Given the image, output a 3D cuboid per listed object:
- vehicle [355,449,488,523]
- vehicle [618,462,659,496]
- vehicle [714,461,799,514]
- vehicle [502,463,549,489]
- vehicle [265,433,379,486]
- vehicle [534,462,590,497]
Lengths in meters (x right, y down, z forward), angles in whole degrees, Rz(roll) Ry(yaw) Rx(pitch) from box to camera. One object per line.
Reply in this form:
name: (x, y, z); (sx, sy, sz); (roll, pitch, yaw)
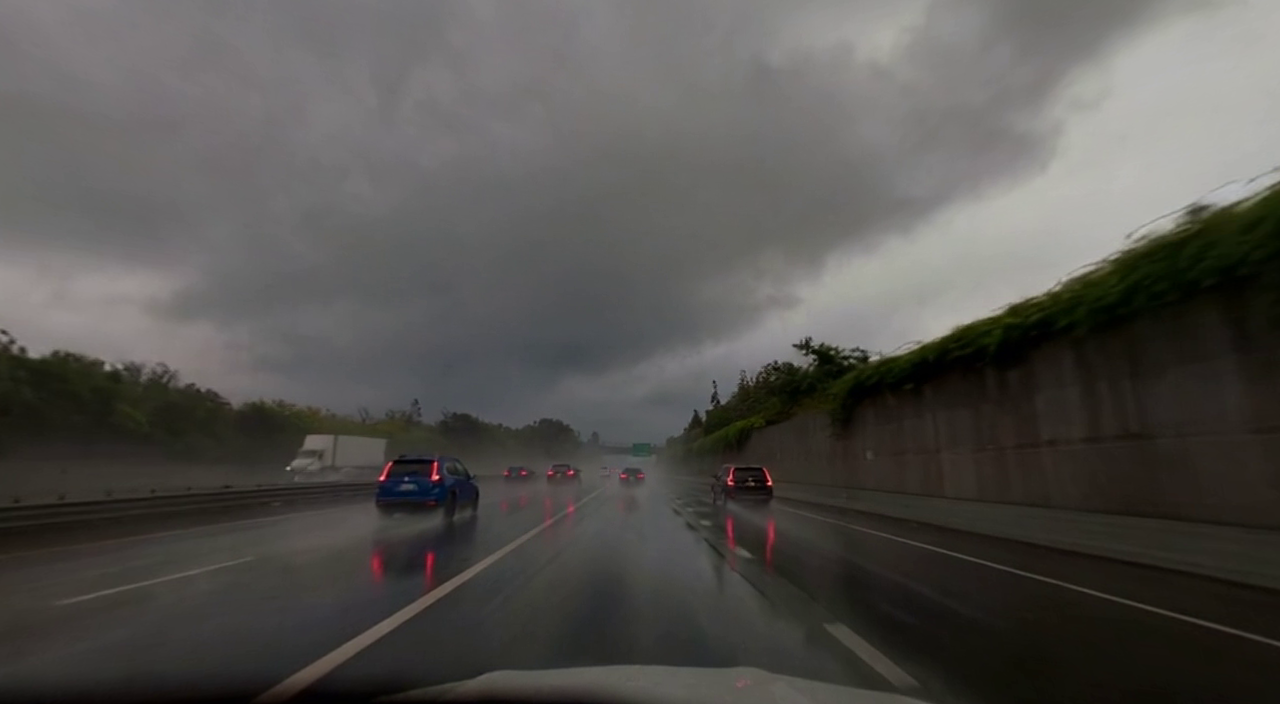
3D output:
vehicle: (-5.690, 3.584, 17.144); (2.069, 1.699, 4.452); (1, -11, -1)
vehicle: (-0.066, 6.587, 32.765); (1.992, 1.601, 3.762); (1, -11, 0)
vehicle: (3.783, 4.511, 21.233); (1.992, 1.557, 4.017); (1, -11, -2)
vehicle: (-7.418, 8.105, 41.244); (2.142, 1.545, 4.708); (1, -11, 1)
vehicle: (-23.284, 8.106, 47.082); (2.994, 3.455, 10.568); (1, -11, 0)
vehicle: (-3.716, 6.231, 30.914); (2.102, 1.521, 4.687); (1, -11, 0)
